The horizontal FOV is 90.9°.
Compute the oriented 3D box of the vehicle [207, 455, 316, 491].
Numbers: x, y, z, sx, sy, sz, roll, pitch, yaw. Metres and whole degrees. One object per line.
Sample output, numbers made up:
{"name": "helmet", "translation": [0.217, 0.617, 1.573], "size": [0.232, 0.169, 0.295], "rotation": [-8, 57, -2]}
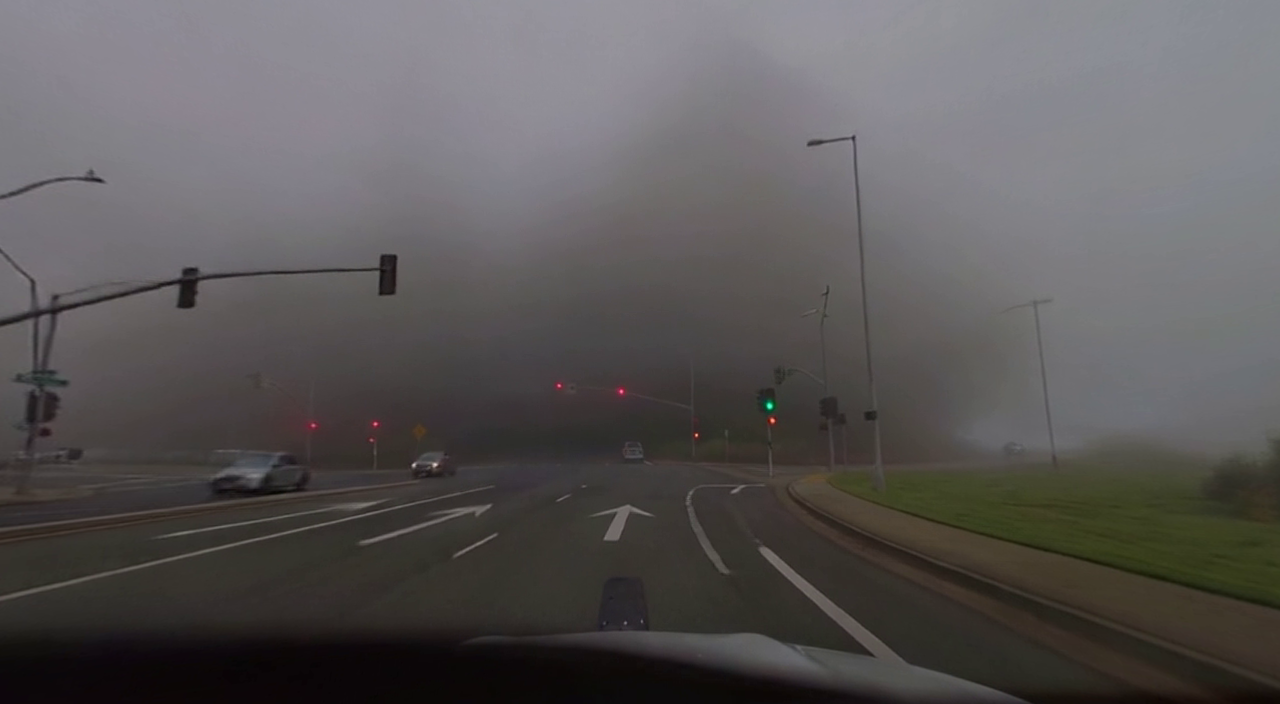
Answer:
{"name": "vehicle", "translation": [-16.218, 5.186, 27.384], "size": [1.818, 1.384, 4.874], "rotation": [0, -9, -1]}

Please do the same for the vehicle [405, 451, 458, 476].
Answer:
{"name": "vehicle", "translation": [-13.400, 7.178, 40.832], "size": [1.969, 1.500, 4.417], "rotation": [0, -9, -1]}
